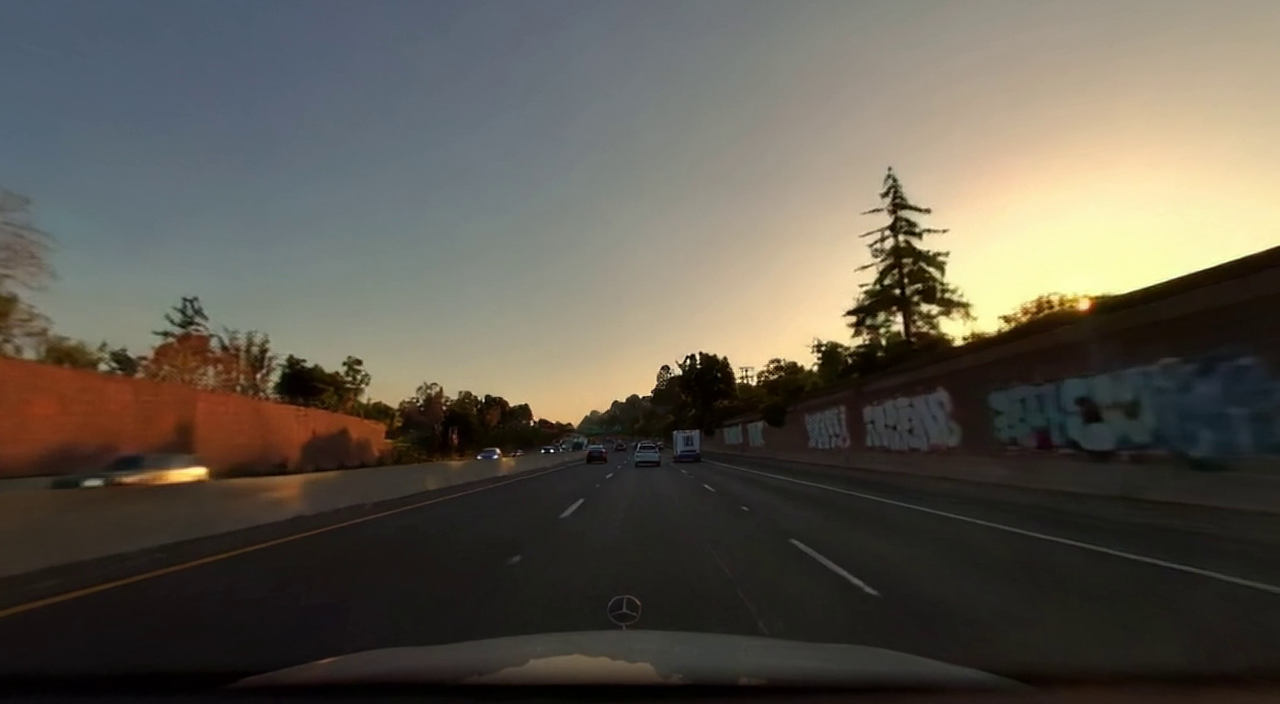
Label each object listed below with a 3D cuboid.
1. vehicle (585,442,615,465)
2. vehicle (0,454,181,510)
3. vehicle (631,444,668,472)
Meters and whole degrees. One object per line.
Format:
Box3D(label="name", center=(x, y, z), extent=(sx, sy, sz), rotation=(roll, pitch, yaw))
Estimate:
Box3D(label="vehicle", center=(-3.107, 8.045, 49.880), extent=(2.095, 1.671, 4.193), rotation=(0, -9, 0))
Box3D(label="vehicle", center=(-16.474, 3.871, 19.173), extent=(1.884, 1.462, 4.122), rotation=(0, -9, 0))
Box3D(label="vehicle", center=(0.526, 6.134, 36.713), extent=(2.009, 1.506, 4.091), rotation=(0, -9, 0))
